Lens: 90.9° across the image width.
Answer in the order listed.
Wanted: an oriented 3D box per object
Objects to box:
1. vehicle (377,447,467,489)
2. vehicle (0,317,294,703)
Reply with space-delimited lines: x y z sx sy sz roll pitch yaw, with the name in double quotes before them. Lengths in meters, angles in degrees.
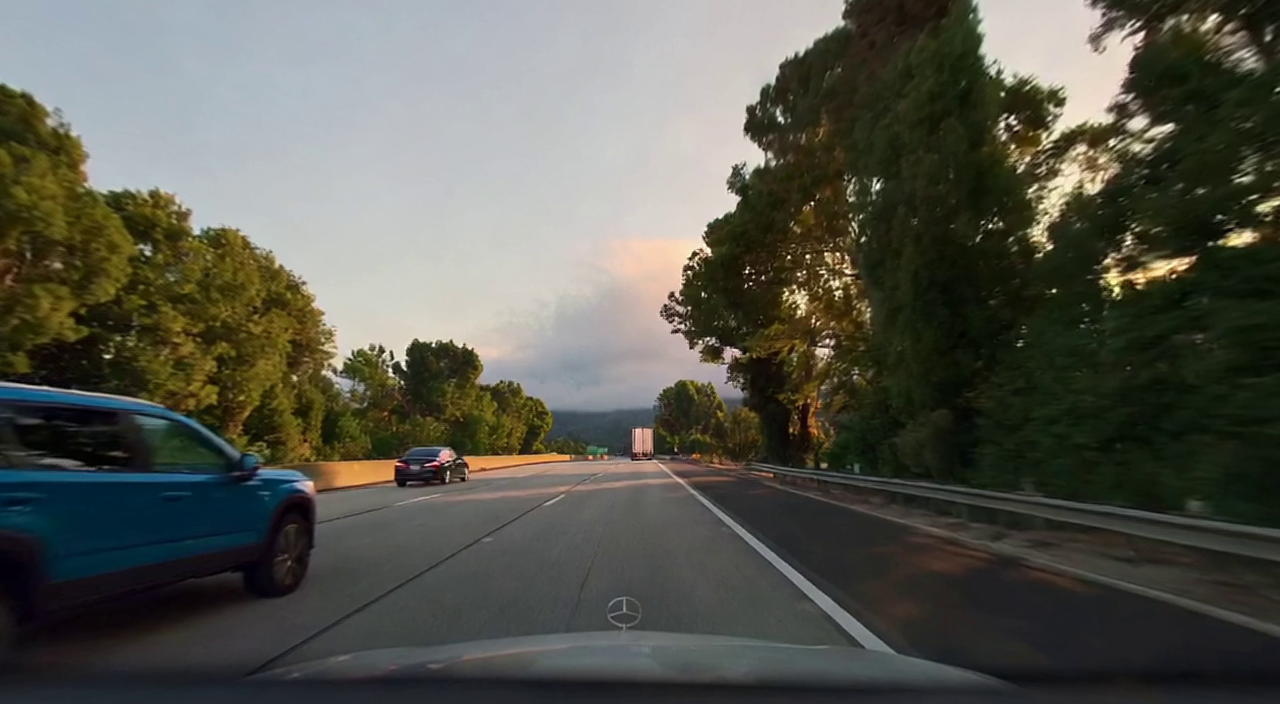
"vehicle" -8.257 4.419 24.327 1.877 1.433 4.266 -1 -9 1
"vehicle" -4.127 0.765 2.841 2.124 1.888 5.226 0 -9 0
